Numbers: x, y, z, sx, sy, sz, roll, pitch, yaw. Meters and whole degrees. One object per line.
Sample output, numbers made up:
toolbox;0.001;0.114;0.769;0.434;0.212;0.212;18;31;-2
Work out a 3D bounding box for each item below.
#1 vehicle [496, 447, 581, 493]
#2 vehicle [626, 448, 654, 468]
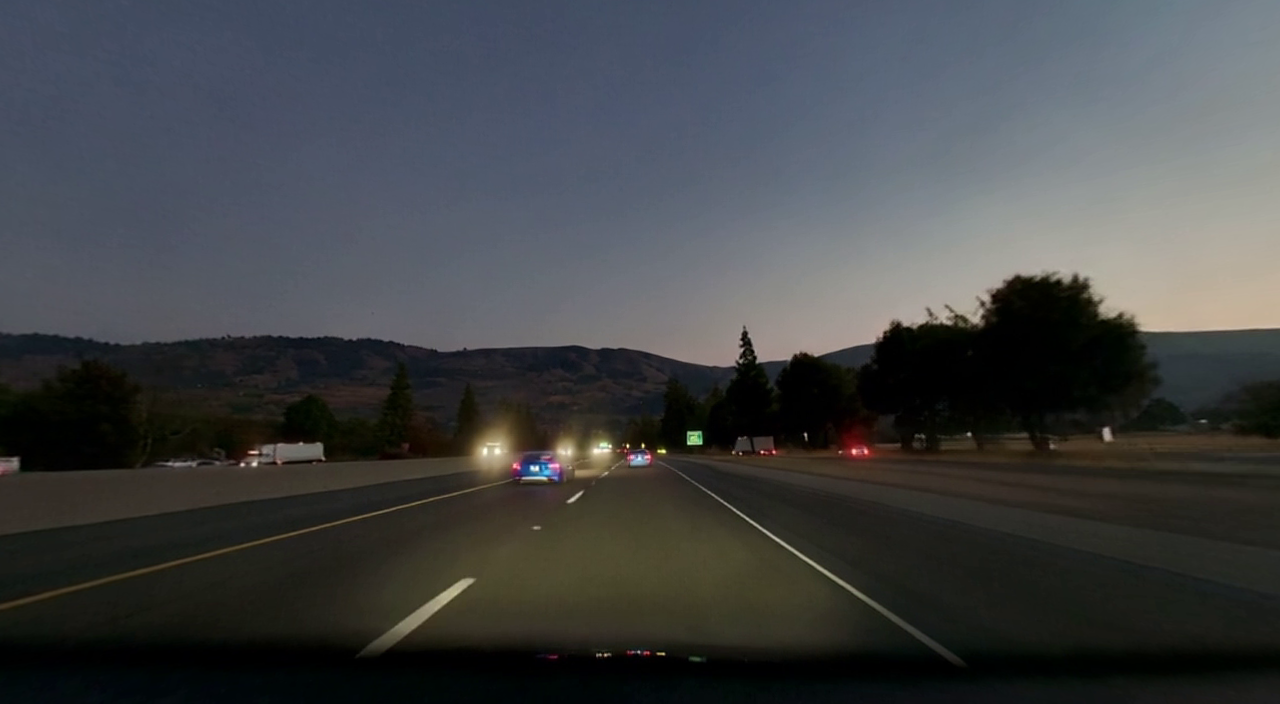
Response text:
vehicle;-3.492;4.165;22.728;2.170;1.451;4.584;0;-9;2
vehicle;-0.005;8.162;48.677;2.079;1.450;3.942;0;-9;0
